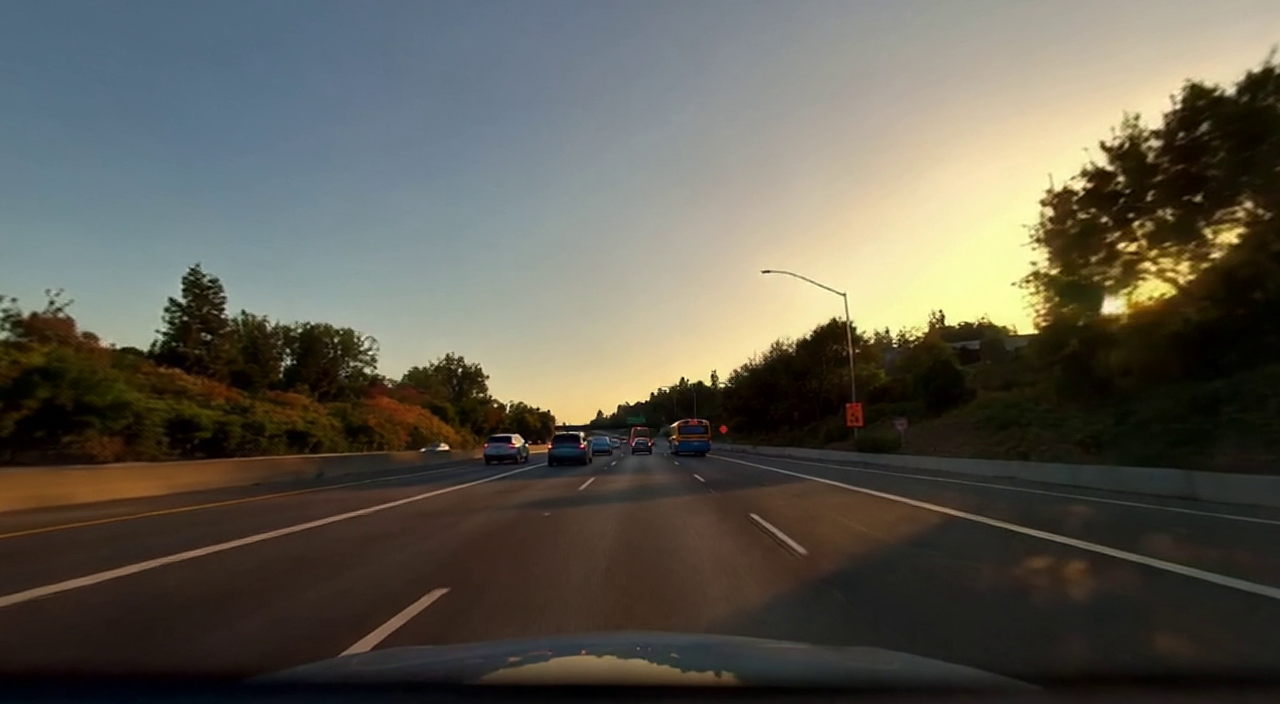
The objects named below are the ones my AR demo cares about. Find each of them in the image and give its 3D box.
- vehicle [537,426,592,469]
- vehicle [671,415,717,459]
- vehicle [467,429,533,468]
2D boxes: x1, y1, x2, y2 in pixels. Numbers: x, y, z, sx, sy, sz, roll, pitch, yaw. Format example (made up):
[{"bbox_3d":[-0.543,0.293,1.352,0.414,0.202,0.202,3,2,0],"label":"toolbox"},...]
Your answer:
[{"bbox_3d":[-3.508,4.564,30.199,2.016,1.898,4.458,0,-8,1],"label":"vehicle"},{"bbox_3d":[3.655,6.056,44.439,2.573,2.828,6.754,0,-8,-1],"label":"vehicle"},{"bbox_3d":[-7.219,5.048,33.163,2.217,1.870,5.075,0,-8,1],"label":"vehicle"}]
